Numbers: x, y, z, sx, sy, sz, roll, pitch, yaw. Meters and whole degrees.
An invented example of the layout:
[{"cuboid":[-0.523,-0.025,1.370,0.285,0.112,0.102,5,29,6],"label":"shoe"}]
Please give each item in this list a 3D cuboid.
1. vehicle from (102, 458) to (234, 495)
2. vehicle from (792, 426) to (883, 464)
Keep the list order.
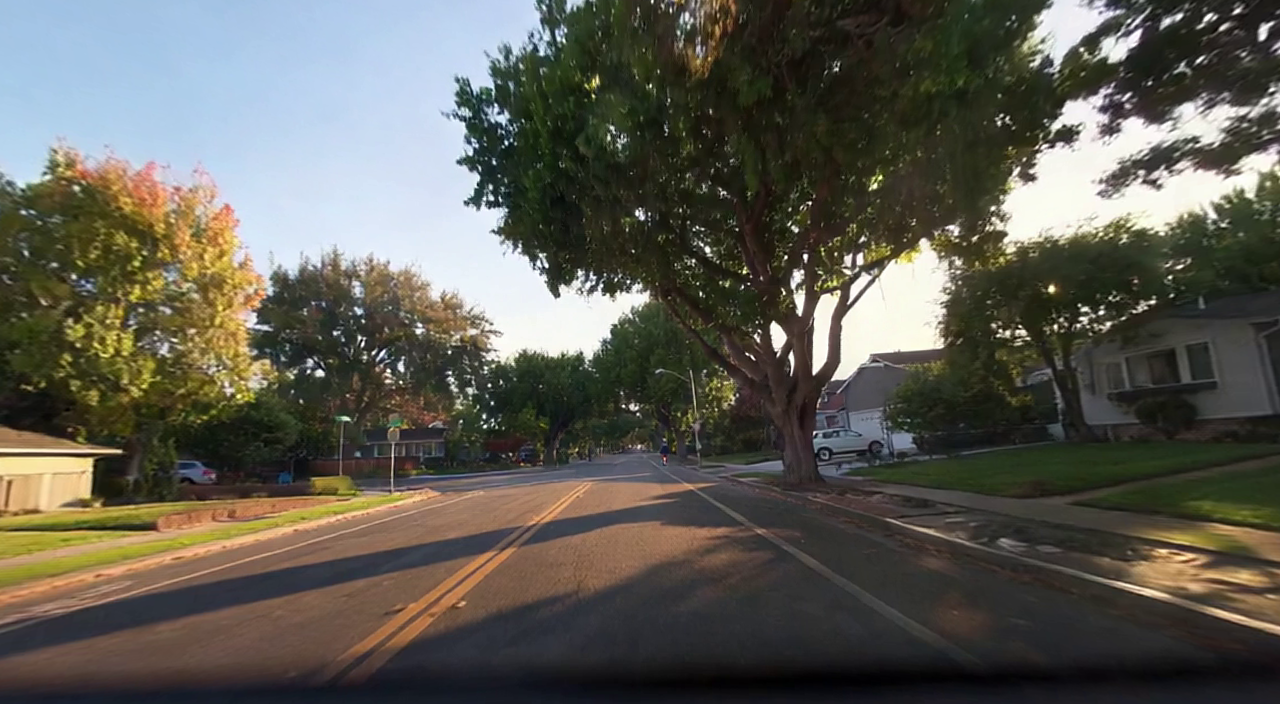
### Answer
[{"cuboid":[-21.587,5.677,29.164,1.852,1.462,4.585,-3,-9,18],"label":"vehicle"},{"cuboid":[10.311,4.880,33.242,4.146,1.866,1.897,-2,-9,6],"label":"vehicle"}]
